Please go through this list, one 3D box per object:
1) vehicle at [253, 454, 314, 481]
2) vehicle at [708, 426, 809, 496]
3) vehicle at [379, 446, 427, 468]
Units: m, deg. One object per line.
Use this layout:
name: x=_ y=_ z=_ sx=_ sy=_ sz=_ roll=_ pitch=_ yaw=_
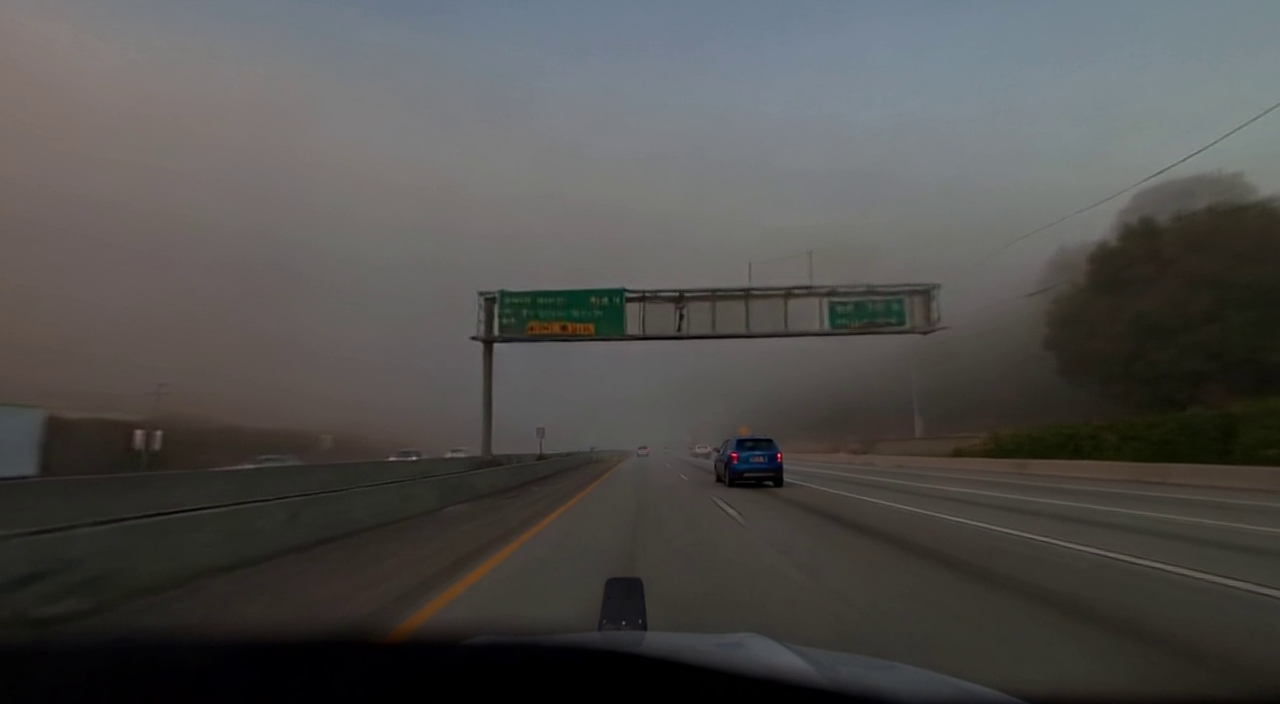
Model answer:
vehicle: x=-19.621 y=6.348 z=34.852 sx=1.460 sy=1.325 sz=3.264 roll=0 pitch=-8 yaw=0
vehicle: x=3.360 y=3.199 z=18.844 sx=2.120 sy=1.832 sz=4.287 roll=0 pitch=-8 yaw=-1
vehicle: x=-16.275 y=7.212 z=43.498 sx=1.861 sy=1.432 sz=3.578 roll=-1 pitch=-8 yaw=1
